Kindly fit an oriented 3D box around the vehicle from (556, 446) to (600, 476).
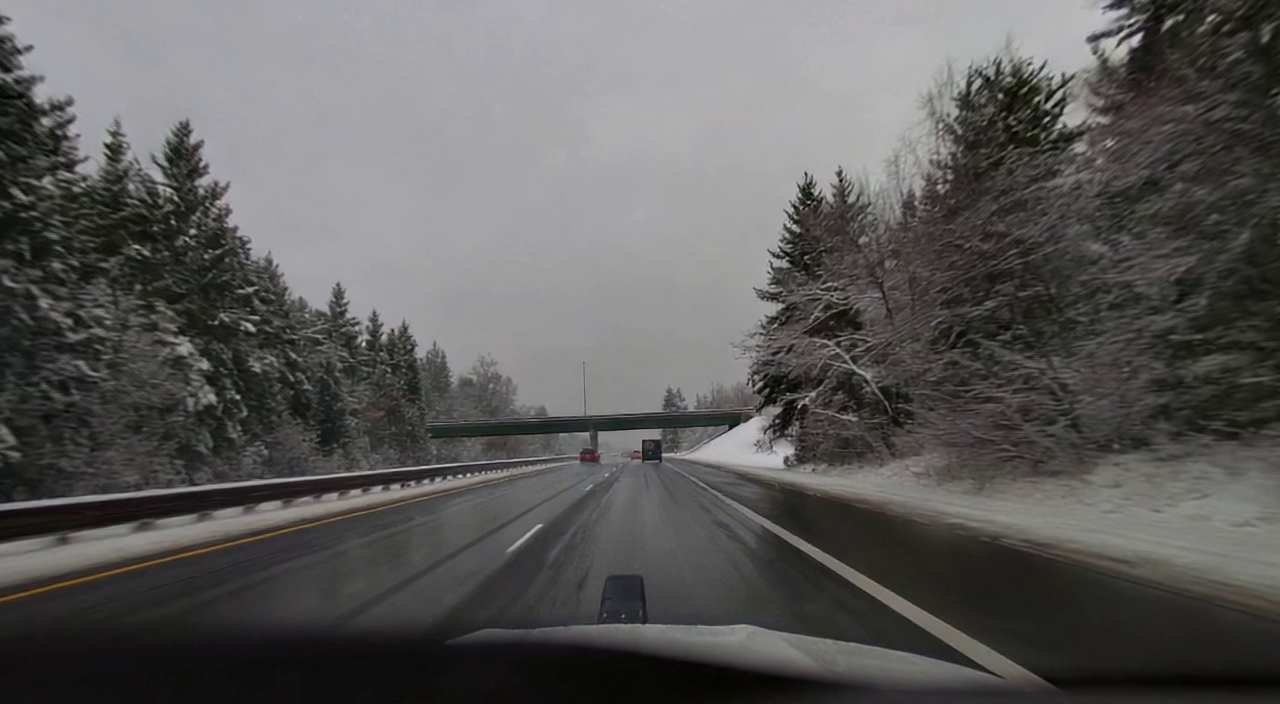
[{"bbox_3d":[-3.465,6.169,35.906,2.049,1.575,4.019,0,-9,0],"label":"vehicle"}]
